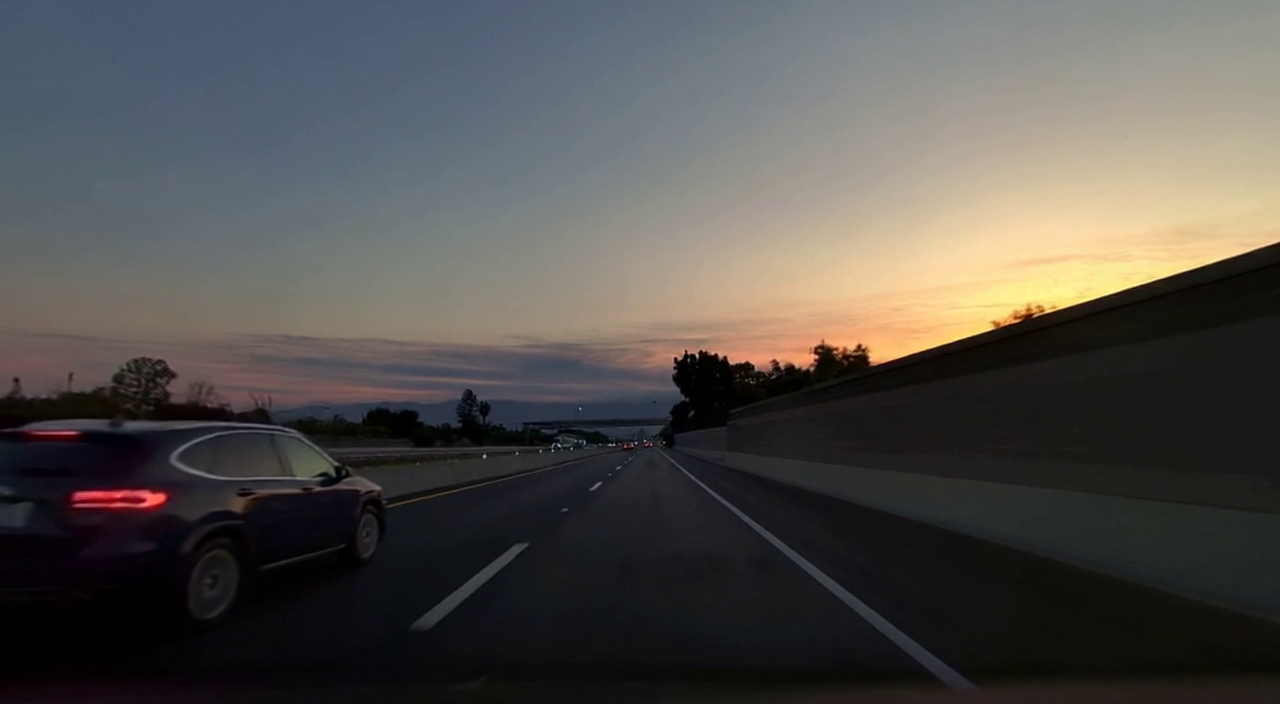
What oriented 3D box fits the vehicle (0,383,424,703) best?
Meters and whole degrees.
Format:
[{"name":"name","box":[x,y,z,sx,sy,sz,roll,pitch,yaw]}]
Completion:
[{"name":"vehicle","box":[-3.759,1.306,5.247,2.122,1.632,4.690,0,-8,2]}]
